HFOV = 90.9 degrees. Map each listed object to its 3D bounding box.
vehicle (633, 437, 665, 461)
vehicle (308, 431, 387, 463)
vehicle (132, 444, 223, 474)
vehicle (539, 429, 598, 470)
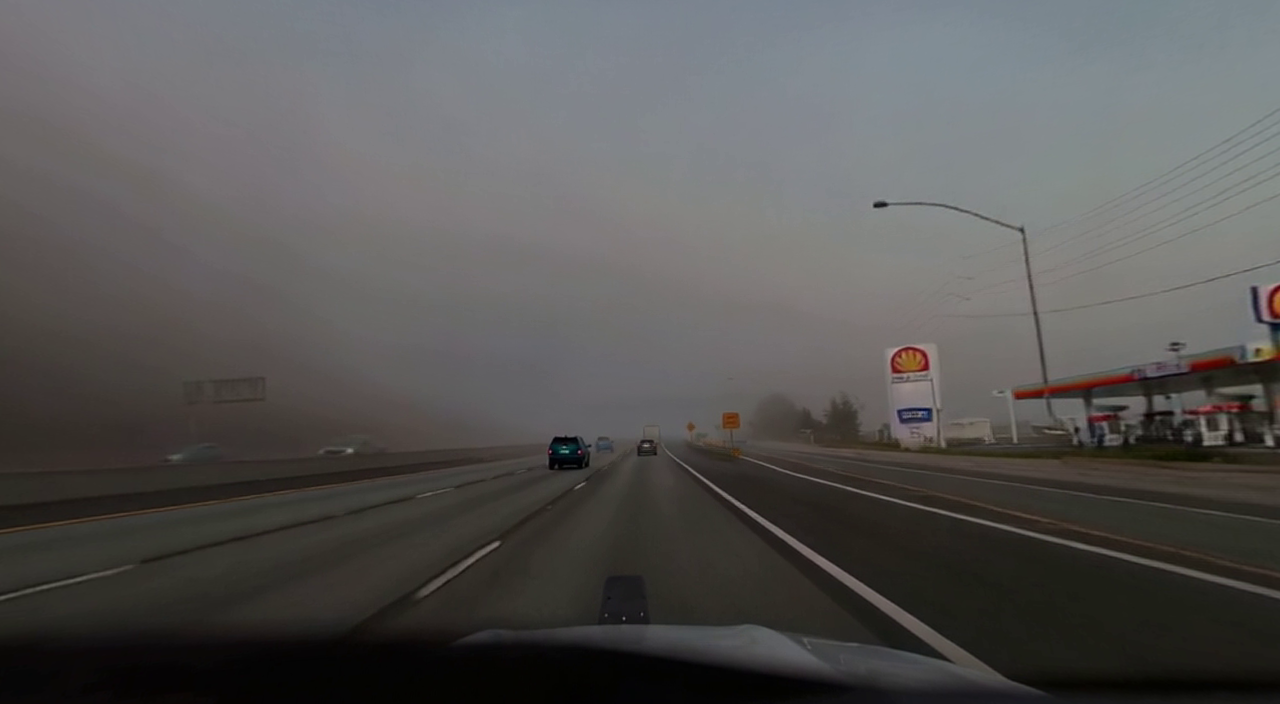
[{"bbox_3d":[0.561,6.451,42.185,1.982,1.524,3.800,0,-8,-1],"label":"vehicle"},{"bbox_3d":[-20.393,6.681,44.383,2.388,2.040,6.505,0,-8,0],"label":"vehicle"},{"bbox_3d":[-27.883,6.468,38.260,2.051,1.686,4.574,0,-8,0],"label":"vehicle"},{"bbox_3d":[-3.469,4.843,31.439,2.273,1.884,4.515,0,-8,2],"label":"vehicle"}]
